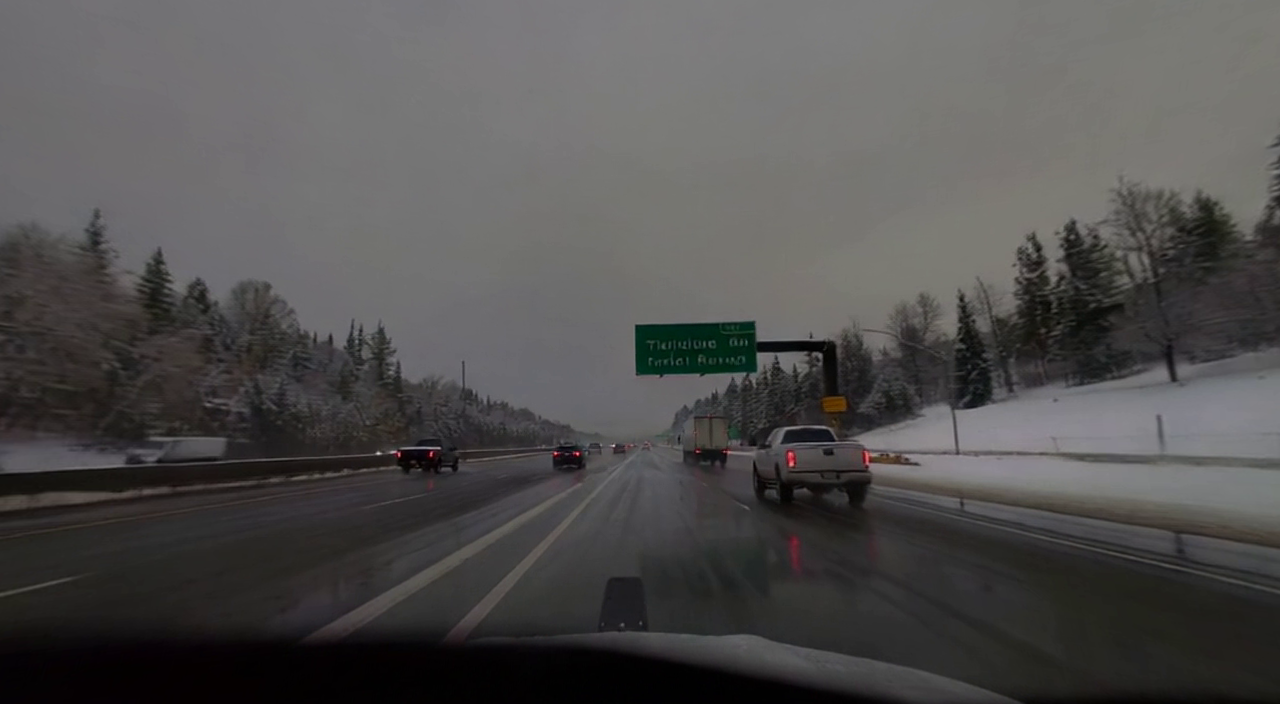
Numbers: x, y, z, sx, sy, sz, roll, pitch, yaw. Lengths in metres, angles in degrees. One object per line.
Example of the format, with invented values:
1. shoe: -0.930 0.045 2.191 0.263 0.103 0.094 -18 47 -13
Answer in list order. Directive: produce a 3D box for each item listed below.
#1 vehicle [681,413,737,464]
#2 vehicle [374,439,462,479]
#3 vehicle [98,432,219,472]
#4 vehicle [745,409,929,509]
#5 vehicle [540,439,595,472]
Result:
1. vehicle: 4.377 5.721 41.505 2.732 3.052 7.118 0 -8 -1
2. vehicle: -8.902 4.298 25.748 1.899 1.465 4.589 0 -8 0
3. vehicle: -35.823 7.474 47.413 2.699 2.732 7.805 0 -8 2
4. vehicle: 4.382 2.564 15.594 2.355 1.930 6.633 0 -8 -1
5. vehicle: -3.410 4.945 30.423 1.981 1.473 4.317 0 -8 2
